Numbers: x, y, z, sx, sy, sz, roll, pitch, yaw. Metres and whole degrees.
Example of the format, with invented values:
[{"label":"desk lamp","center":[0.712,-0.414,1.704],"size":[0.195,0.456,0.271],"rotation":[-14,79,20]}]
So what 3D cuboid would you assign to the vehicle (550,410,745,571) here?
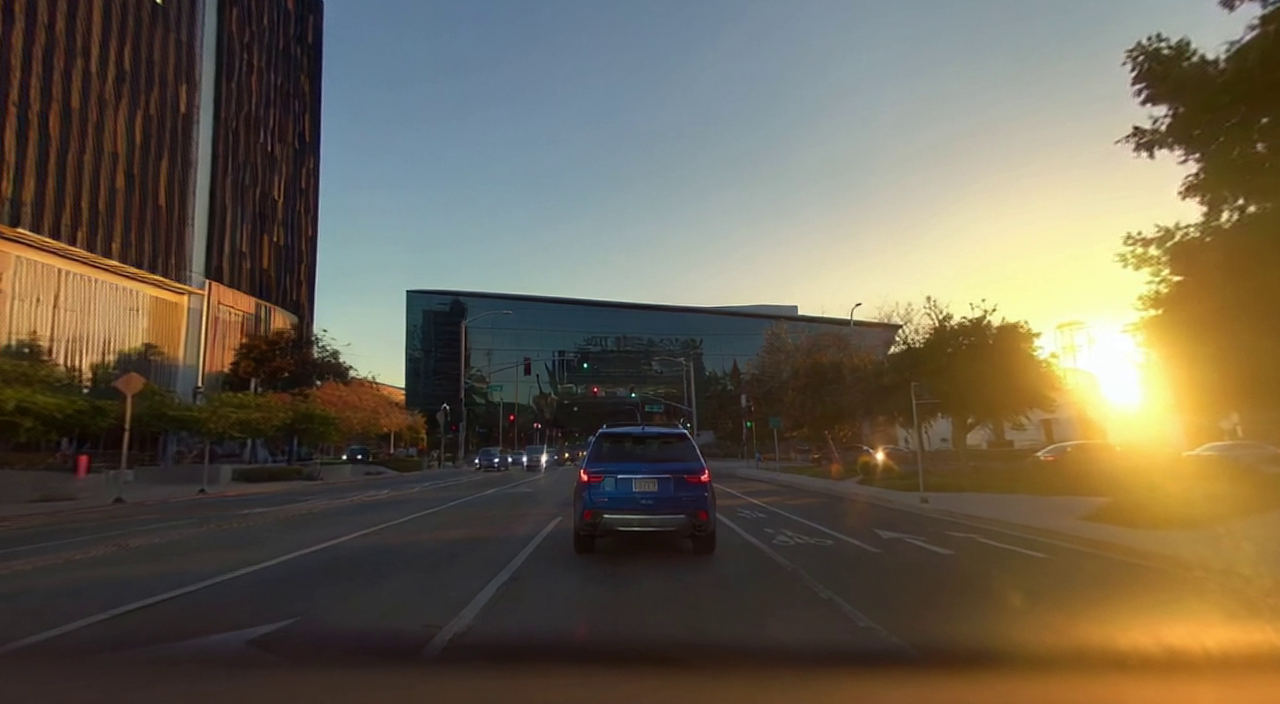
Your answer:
[{"label":"vehicle","center":[-0.003,1.850,9.168],"size":[2.183,1.765,4.059],"rotation":[0,-9,-3]}]

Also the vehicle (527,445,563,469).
[{"label":"vehicle","center":[-6.910,7.678,46.484],"size":[2.028,1.655,4.189],"rotation":[0,-9,0]}]

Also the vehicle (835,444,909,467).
[{"label":"vehicle","center":[16.153,7.194,44.055],"size":[4.422,1.563,1.751],"rotation":[0,-8,-2]}]

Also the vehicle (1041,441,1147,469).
[{"label":"vehicle","center":[26.561,6.043,37.064],"size":[4.571,1.558,2.171],"rotation":[0,-9,-2]}]
